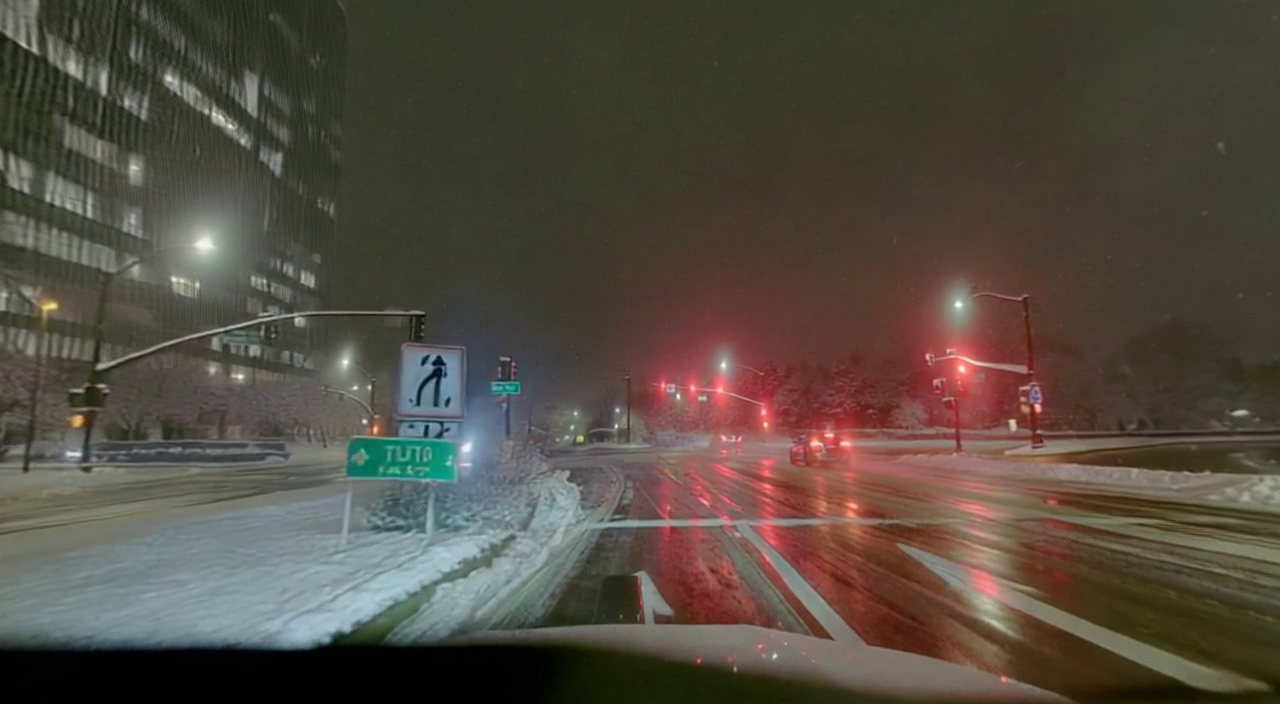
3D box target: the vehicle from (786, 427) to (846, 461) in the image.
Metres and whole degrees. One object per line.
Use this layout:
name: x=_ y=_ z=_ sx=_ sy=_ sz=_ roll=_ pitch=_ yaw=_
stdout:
vehicle: x=10.418 y=5.492 z=37.798 sx=2.156 sy=1.881 sz=4.743 roll=0 pitch=-9 yaw=-1

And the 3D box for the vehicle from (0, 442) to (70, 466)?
vehicle: x=-45.380 y=7.510 z=46.661 sx=4.412 sy=1.730 sz=2.068 roll=0 pitch=-9 yaw=1
